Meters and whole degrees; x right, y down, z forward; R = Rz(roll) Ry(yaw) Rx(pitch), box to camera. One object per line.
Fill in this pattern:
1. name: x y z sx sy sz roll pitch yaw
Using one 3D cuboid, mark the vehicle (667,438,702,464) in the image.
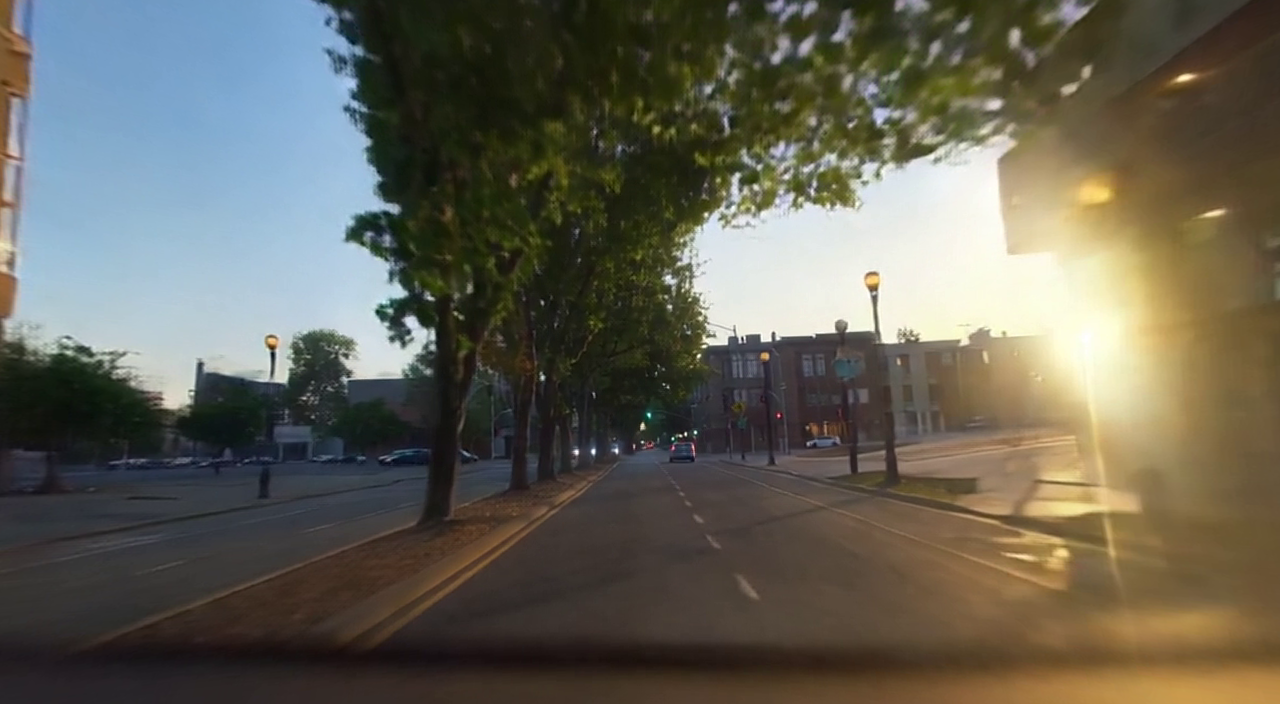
1. vehicle: 3.026 6.850 43.809 2.129 1.719 4.205 0 -8 0
